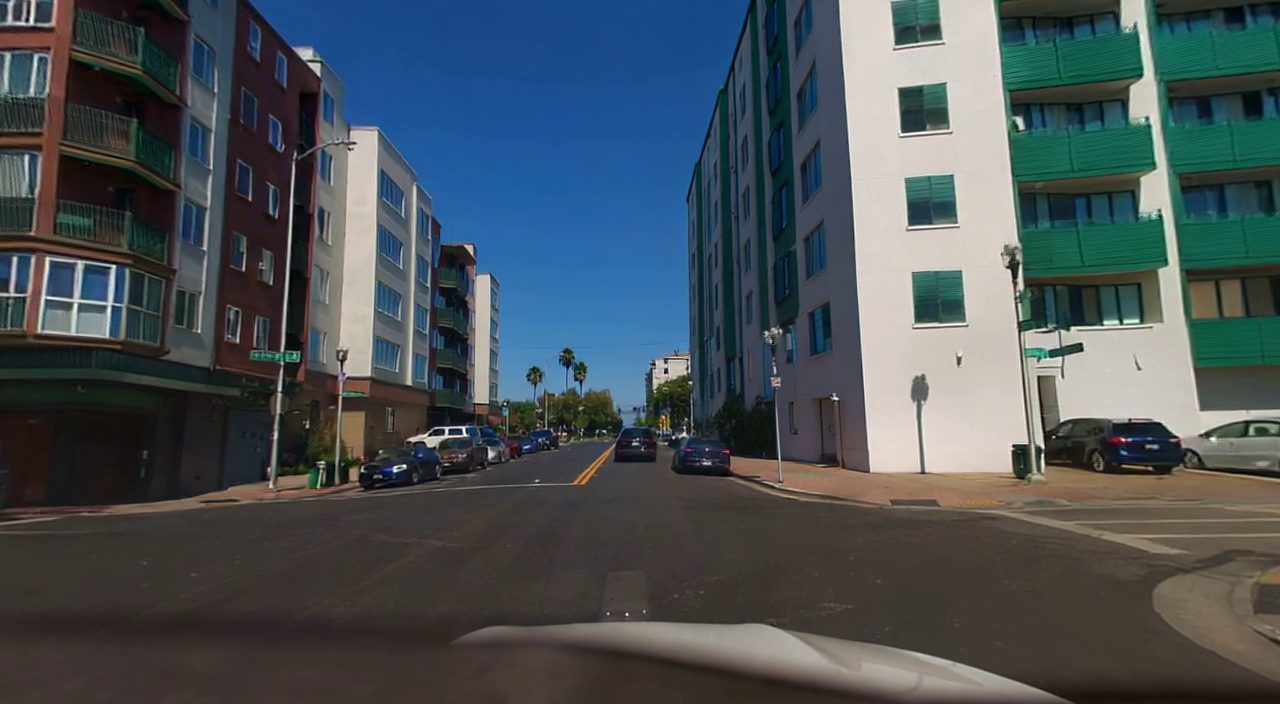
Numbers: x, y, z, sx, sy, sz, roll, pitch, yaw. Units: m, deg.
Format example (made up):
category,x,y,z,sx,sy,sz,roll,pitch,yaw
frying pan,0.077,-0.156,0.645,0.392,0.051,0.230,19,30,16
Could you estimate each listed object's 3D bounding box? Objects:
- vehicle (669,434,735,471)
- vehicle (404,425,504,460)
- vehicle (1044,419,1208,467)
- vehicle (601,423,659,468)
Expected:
category,x,y,z,sx,sy,sz,roll,pitch,yaw
vehicle,2.538,4.289,27.049,2.290,1.456,4.503,0,-8,-1
vehicle,-11.441,5.589,38.872,5.540,1.950,2.113,4,-12,-28
vehicle,15.414,2.914,20.143,3.752,1.453,1.709,0,-9,2
vehicle,-0.545,4.254,28.686,2.412,1.834,4.636,0,-9,-3
